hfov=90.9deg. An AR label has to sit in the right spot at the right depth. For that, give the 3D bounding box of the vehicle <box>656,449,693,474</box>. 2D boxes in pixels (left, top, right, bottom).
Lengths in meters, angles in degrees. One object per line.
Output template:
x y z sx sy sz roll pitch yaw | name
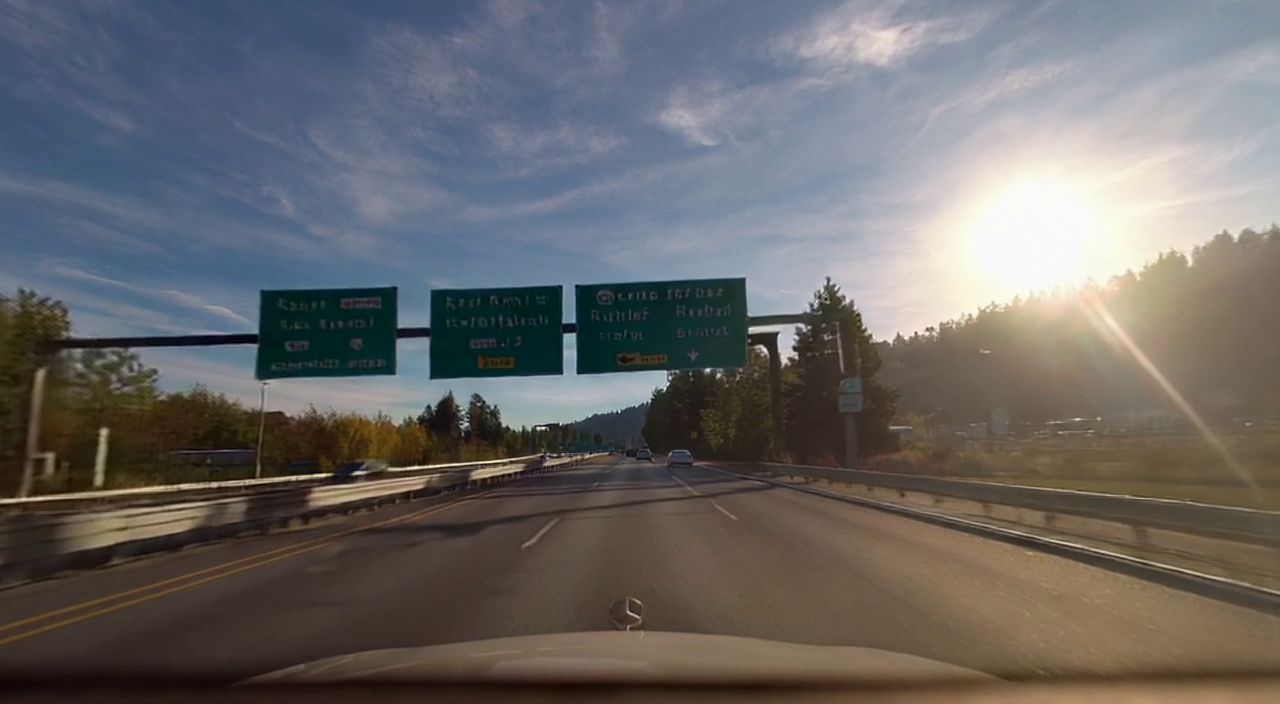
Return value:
2.089 6.678 38.650 2.036 1.457 3.471 0 -9 -1 | vehicle

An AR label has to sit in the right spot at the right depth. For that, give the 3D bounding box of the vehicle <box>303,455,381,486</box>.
-15.140 6.036 32.321 2.042 1.446 4.317 0 -9 -2 | vehicle
